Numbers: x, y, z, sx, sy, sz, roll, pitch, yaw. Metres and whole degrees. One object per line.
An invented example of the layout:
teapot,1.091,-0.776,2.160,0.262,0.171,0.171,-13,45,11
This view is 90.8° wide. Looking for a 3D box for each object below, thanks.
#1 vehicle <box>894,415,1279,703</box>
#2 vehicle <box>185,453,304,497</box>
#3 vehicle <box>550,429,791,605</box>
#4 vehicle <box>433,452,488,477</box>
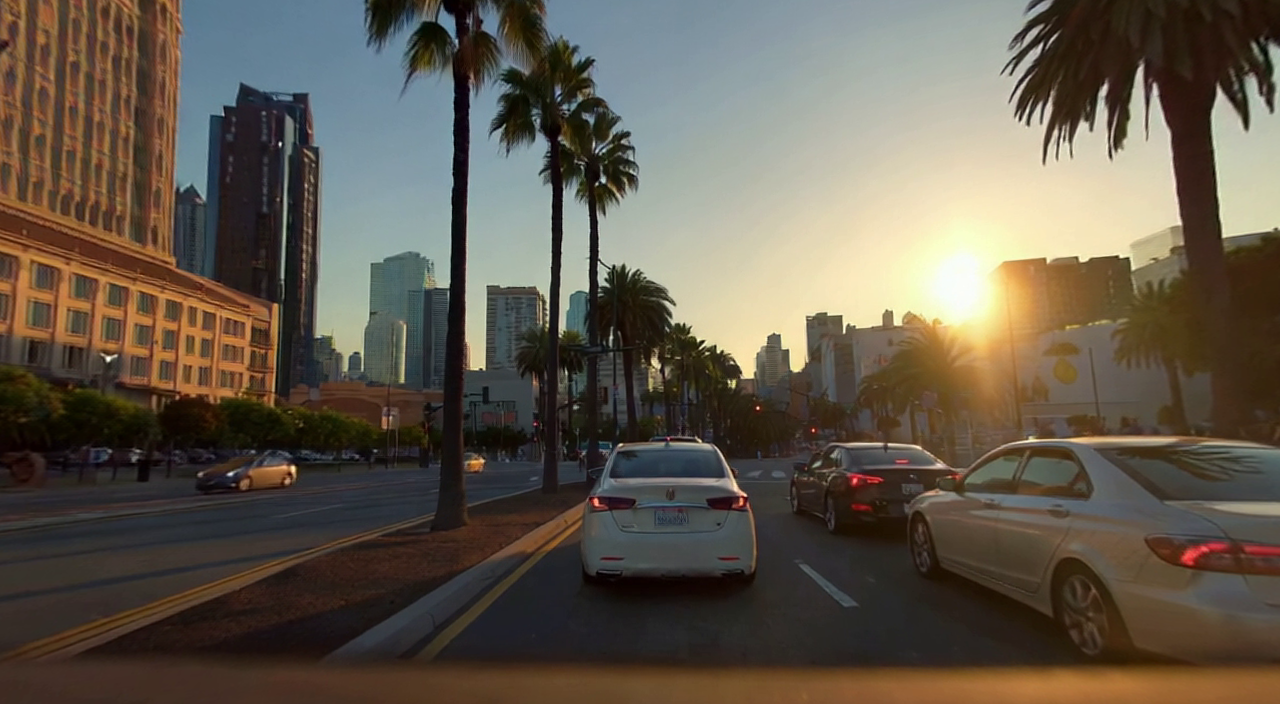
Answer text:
vehicle,3.640,1.301,4.580,1.913,1.469,4.425,-1,-9,2
vehicle,-15.873,4.921,25.617,1.801,1.563,4.015,-2,-9,9
vehicle,0.308,1.713,7.383,2.078,1.503,3.681,-1,-9,2
vehicle,-12.796,8.057,45.412,2.078,1.662,4.436,-2,-9,9
